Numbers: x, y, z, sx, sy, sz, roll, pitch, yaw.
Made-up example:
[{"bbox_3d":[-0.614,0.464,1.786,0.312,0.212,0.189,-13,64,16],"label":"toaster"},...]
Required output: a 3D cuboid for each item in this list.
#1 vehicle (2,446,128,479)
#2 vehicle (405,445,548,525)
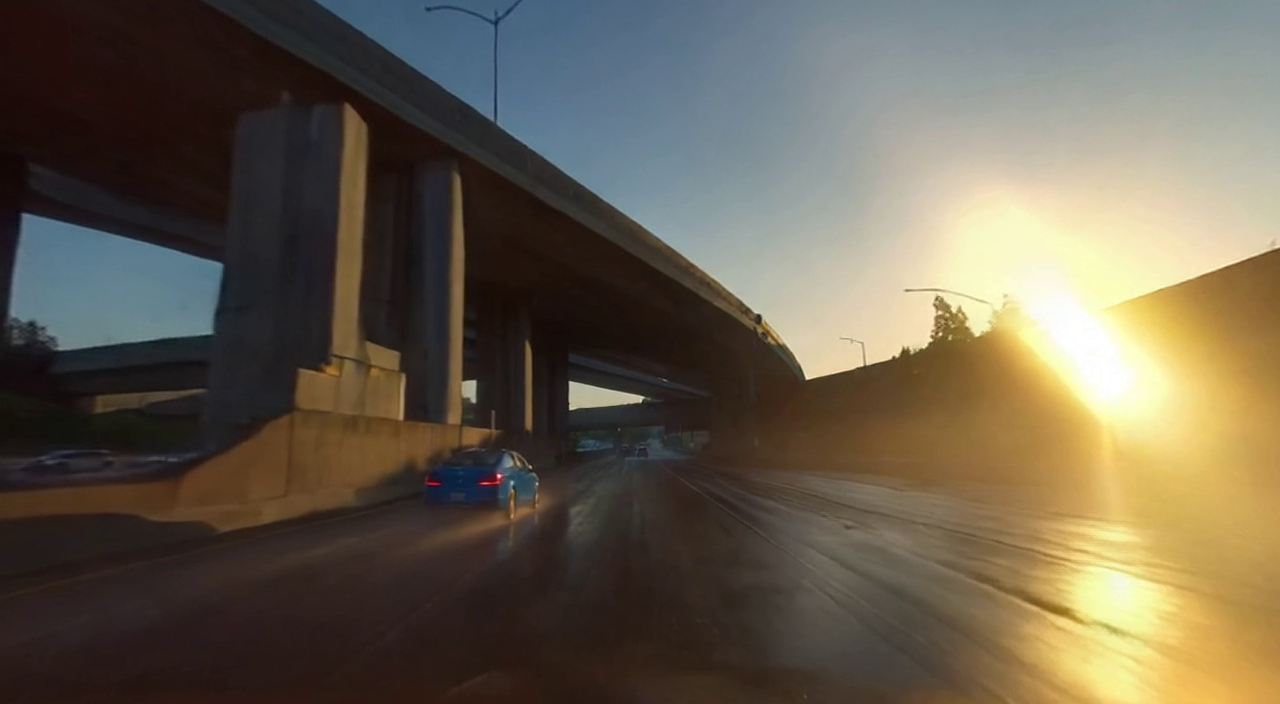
[{"bbox_3d":[-30.083,5.758,33.205,1.950,1.584,4.891,0,-8,0],"label":"vehicle"},{"bbox_3d":[-3.404,2.846,14.059,2.044,1.478,4.114,0,-9,0],"label":"vehicle"}]
